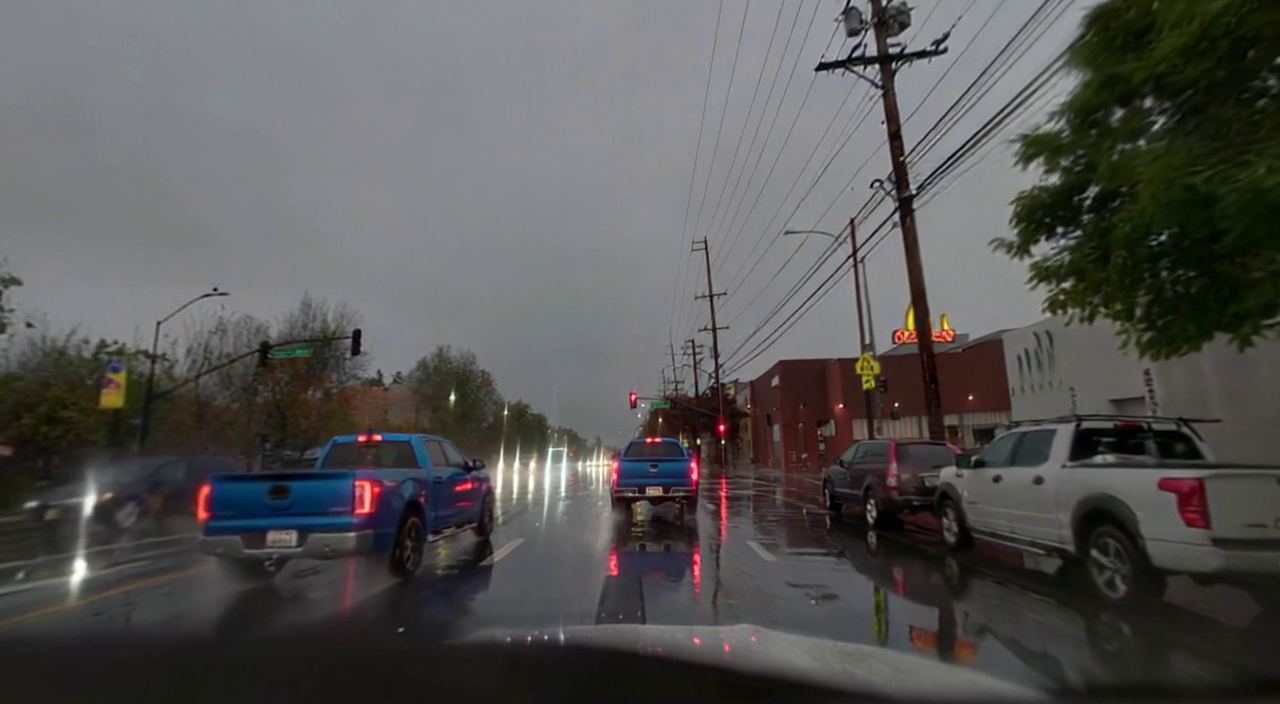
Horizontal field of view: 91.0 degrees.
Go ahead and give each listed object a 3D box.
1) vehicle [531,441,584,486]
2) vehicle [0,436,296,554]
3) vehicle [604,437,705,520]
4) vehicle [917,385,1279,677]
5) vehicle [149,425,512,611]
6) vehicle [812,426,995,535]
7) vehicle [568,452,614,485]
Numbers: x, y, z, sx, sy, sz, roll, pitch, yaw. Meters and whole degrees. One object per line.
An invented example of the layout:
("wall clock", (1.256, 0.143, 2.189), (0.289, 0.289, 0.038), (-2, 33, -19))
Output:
("vehicle", (-5.766, 7.941, 45.316), (2.619, 2.948, 7.193), (0, -9, 2))
("vehicle", (-9.097, 2.585, 12.220), (2.040, 1.786, 4.772), (0, -9, 1))
("vehicle", (0.537, 3.027, 15.701), (2.089, 1.699, 4.650), (-1, -9, 6))
("vehicle", (4.905, 1.469, 6.368), (2.007, 1.786, 4.870), (0, -9, 0))
("vehicle", (-3.141, 1.772, 7.770), (1.995, 1.554, 4.618), (0, -9, 2))
("vehicle", (5.118, 2.536, 13.054), (1.974, 1.823, 4.576), (0, -9, 3))
("vehicle", (-2.847, 6.979, 37.950), (2.140, 1.768, 5.092), (0, -9, 3))
